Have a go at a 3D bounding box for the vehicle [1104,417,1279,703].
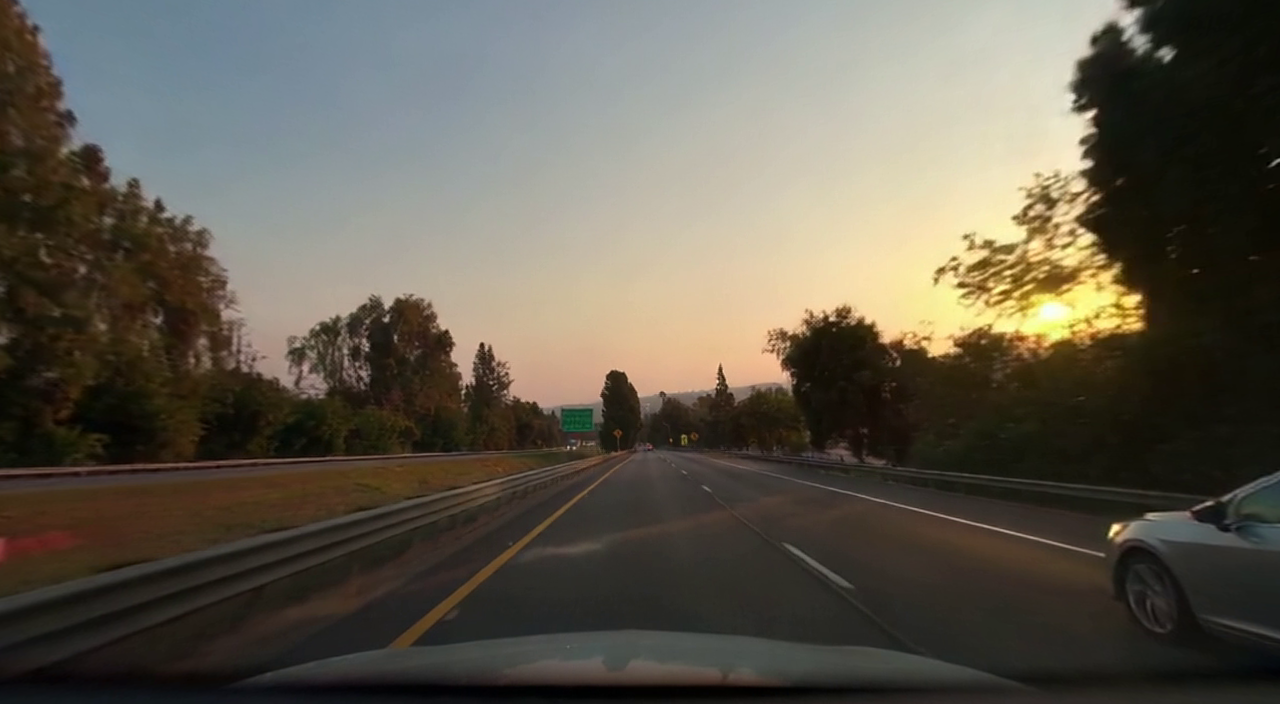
[{"bbox_3d":[3.580,0.762,1.080,1.959,1.428,4.828,0,-9,1],"label":"vehicle"}]
